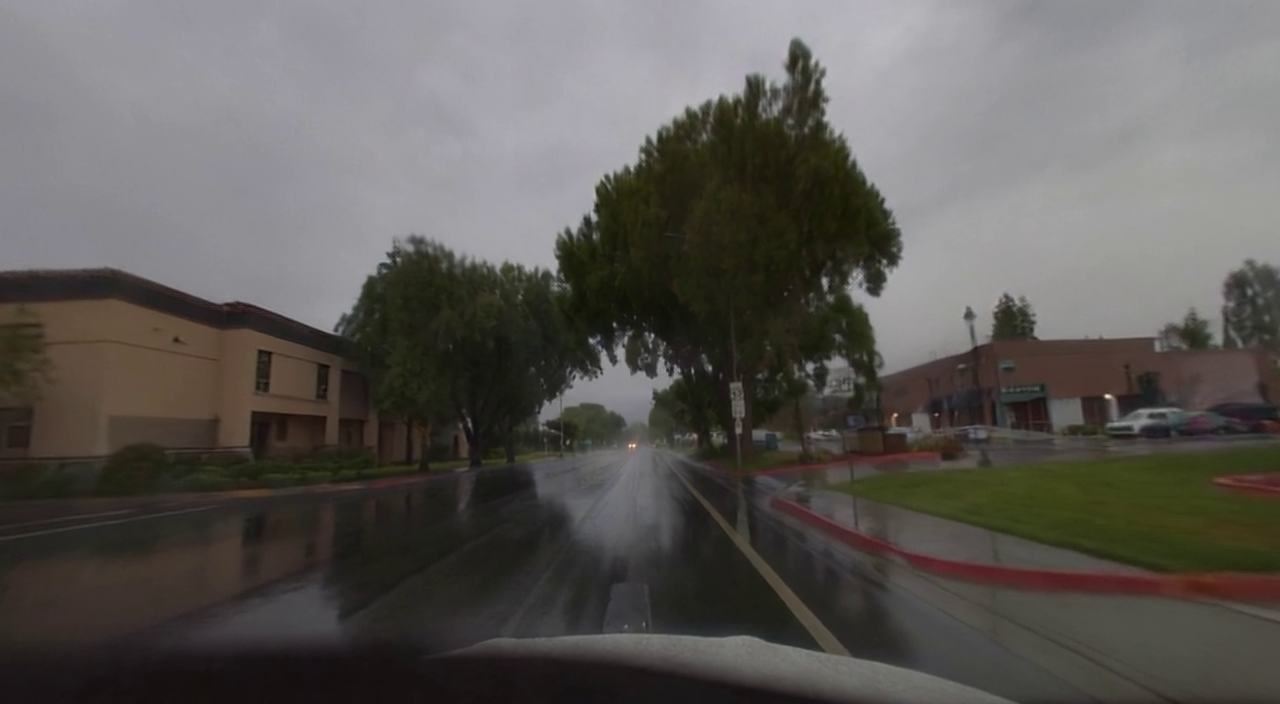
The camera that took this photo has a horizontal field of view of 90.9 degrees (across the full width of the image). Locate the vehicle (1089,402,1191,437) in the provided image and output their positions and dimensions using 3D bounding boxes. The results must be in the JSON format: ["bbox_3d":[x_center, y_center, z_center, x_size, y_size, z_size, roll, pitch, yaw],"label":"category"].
[{"bbox_3d":[27.282,3.784,34.636,1.850,1.706,4.610,0,-8,0],"label":"vehicle"}]

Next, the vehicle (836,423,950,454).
[{"bbox_3d":[12.799,4.417,32.144,4.955,1.489,2.002,0,-8,1],"label":"vehicle"}]

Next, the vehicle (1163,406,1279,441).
[{"bbox_3d":[27.228,3.407,29.436,1.911,1.461,4.284,0,-8,0],"label":"vehicle"}]
